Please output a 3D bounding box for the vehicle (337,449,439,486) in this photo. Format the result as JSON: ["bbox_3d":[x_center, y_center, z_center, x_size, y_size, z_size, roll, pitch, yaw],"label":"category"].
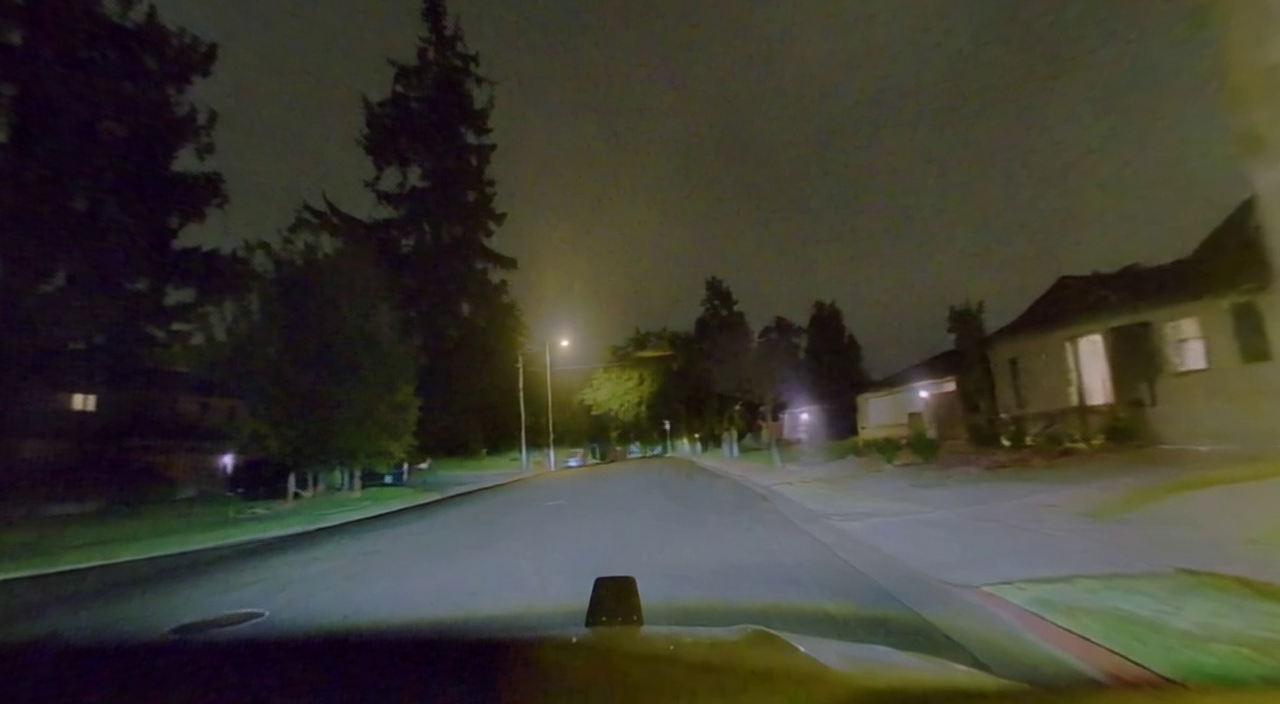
[{"bbox_3d":[-13.234,6.058,33.333,4.559,1.745,1.918,-1,-9,0],"label":"vehicle"}]

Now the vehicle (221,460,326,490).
[{"bbox_3d":[-19.604,6.582,33.928,4.531,1.470,1.855,-2,-9,4],"label":"vehicle"}]
